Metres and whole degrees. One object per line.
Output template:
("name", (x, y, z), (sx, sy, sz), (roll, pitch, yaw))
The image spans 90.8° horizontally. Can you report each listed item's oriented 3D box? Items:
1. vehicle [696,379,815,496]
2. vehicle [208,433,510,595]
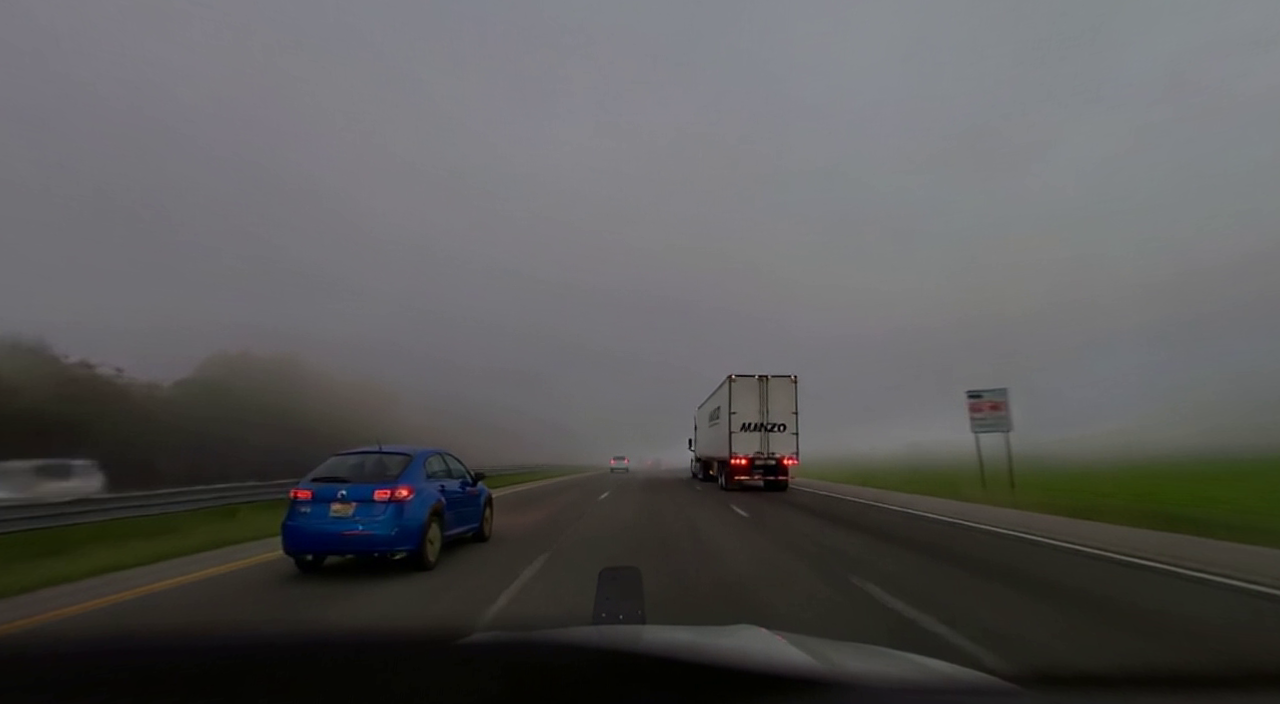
("vehicle", (4.612, 4.013, 28.847), (2.832, 4.034, 13.924), (0, -9, 0))
("vehicle", (-3.169, 1.900, 8.303), (1.945, 1.537, 4.294), (0, -9, 1))
